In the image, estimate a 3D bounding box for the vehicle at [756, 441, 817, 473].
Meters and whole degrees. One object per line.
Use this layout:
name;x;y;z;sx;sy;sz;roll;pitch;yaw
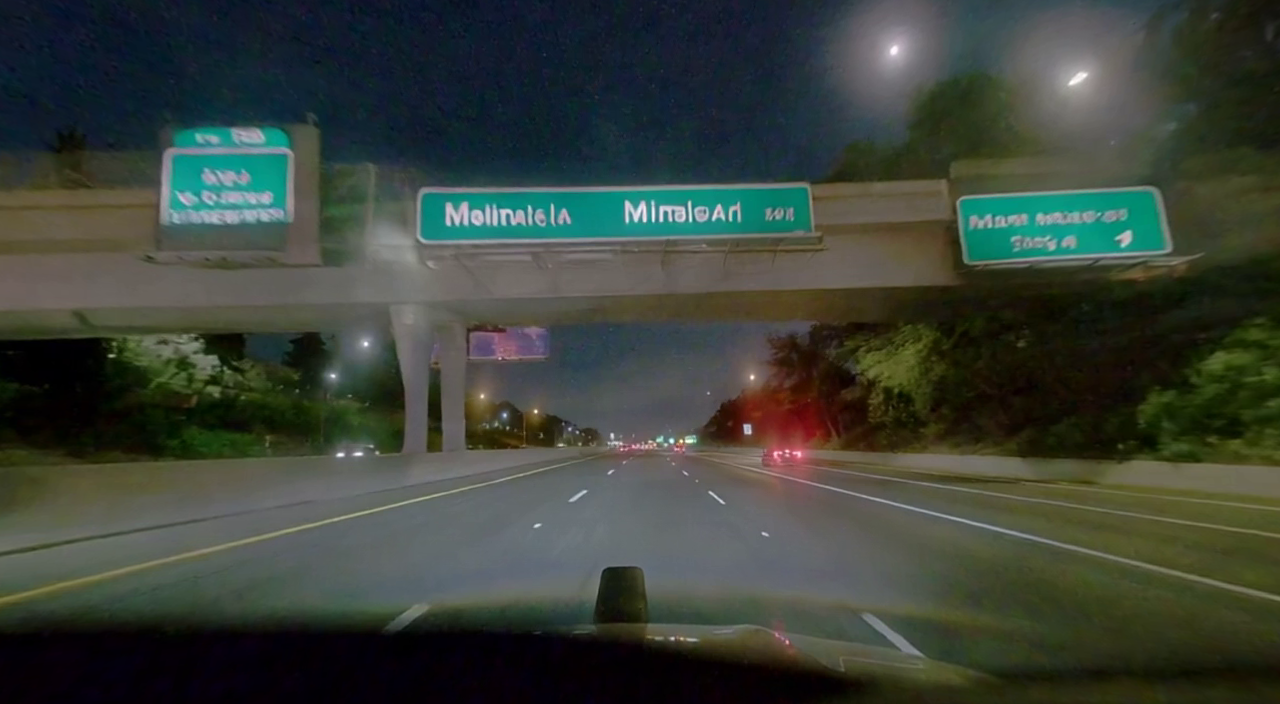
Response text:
vehicle;7.225;5.211;31.595;1.914;1.465;4.574;0;-8;-1

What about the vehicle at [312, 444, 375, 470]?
vehicle;-21.644;7.683;46.341;1.956;1.751;5.372;0;-8;1
